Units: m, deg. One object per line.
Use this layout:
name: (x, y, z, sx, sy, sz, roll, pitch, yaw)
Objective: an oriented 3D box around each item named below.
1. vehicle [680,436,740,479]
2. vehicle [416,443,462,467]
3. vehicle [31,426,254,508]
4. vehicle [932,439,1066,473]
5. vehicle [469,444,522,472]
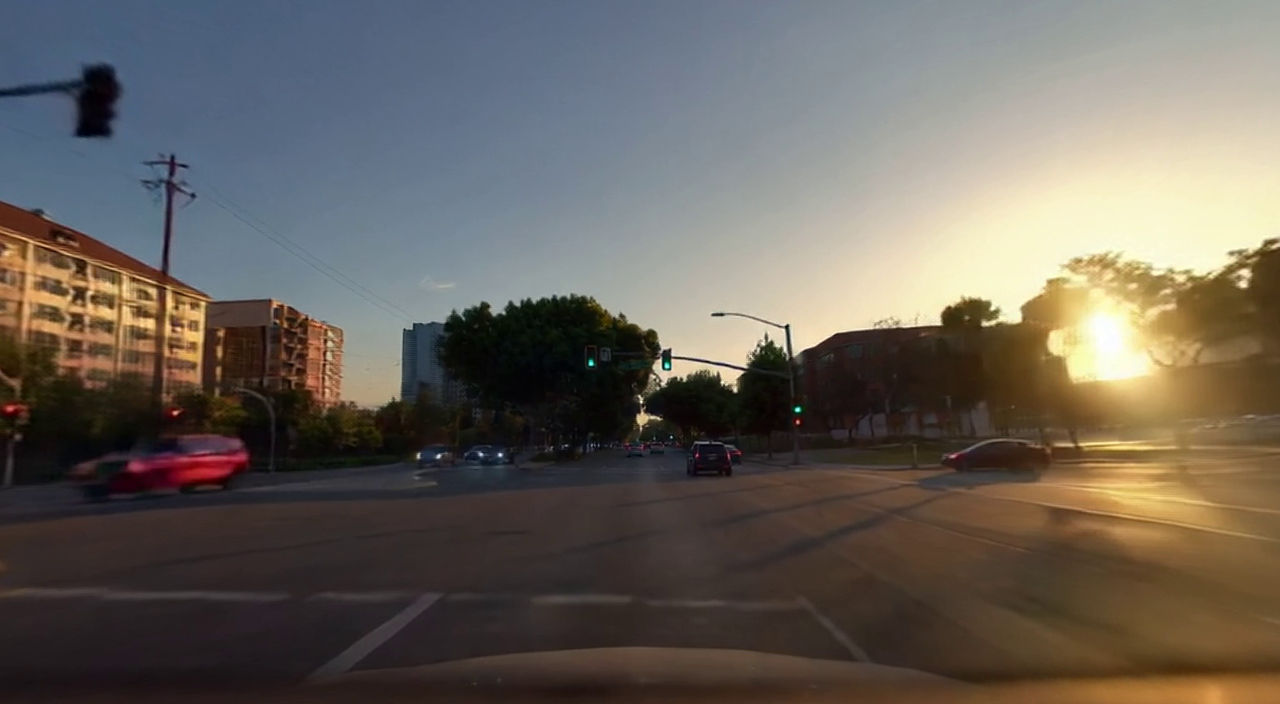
vehicle: (3.034, 4.698, 28.351, 2.069, 1.761, 4.610, 0, -9, -1)
vehicle: (-15.435, 7.934, 48.744, 2.021, 1.786, 4.624, 0, -9, 0)
vehicle: (-12.263, 2.855, 16.095, 1.951, 1.759, 4.518, 0, -9, 0)
vehicle: (16.422, 4.791, 29.142, 4.839, 1.490, 2.134, -1, -9, 5)
vehicle: (-8.057, 5.942, 35.735, 1.963, 1.472, 4.584, 0, -9, 0)
